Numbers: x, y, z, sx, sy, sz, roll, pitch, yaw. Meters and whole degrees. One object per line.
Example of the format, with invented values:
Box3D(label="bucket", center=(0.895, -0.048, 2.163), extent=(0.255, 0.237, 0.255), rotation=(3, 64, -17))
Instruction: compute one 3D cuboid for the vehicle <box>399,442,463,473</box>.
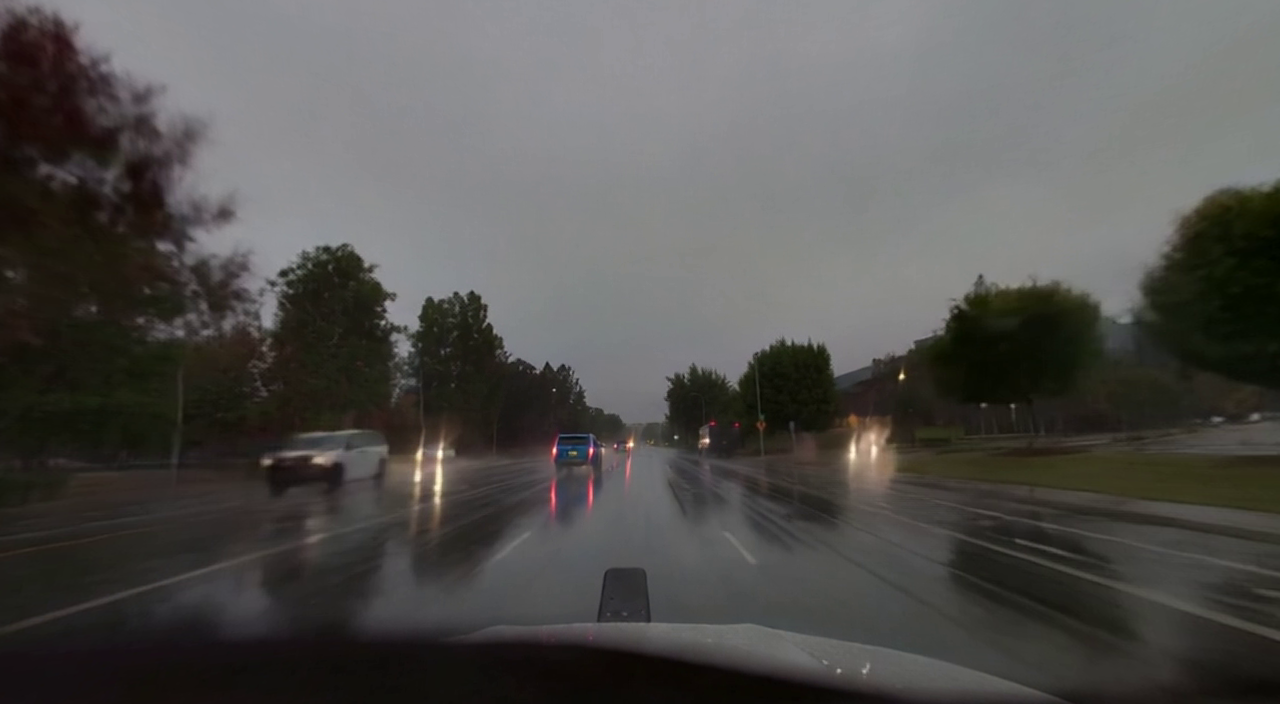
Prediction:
Box3D(label="vehicle", center=(-12.516, 6.328, 38.140), extent=(2.210, 1.720, 4.800), rotation=(0, -8, 0))

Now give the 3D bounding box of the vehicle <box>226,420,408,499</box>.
Box3D(label="vehicle", center=(-9.210, 3.139, 18.805), extent=(2.302, 1.969, 5.769), rotation=(0, -8, 1))

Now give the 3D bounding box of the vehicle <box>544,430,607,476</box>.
Box3D(label="vehicle", center=(-2.747, 4.447, 27.975), extent=(2.179, 1.851, 4.756), rotation=(0, -8, 1))
